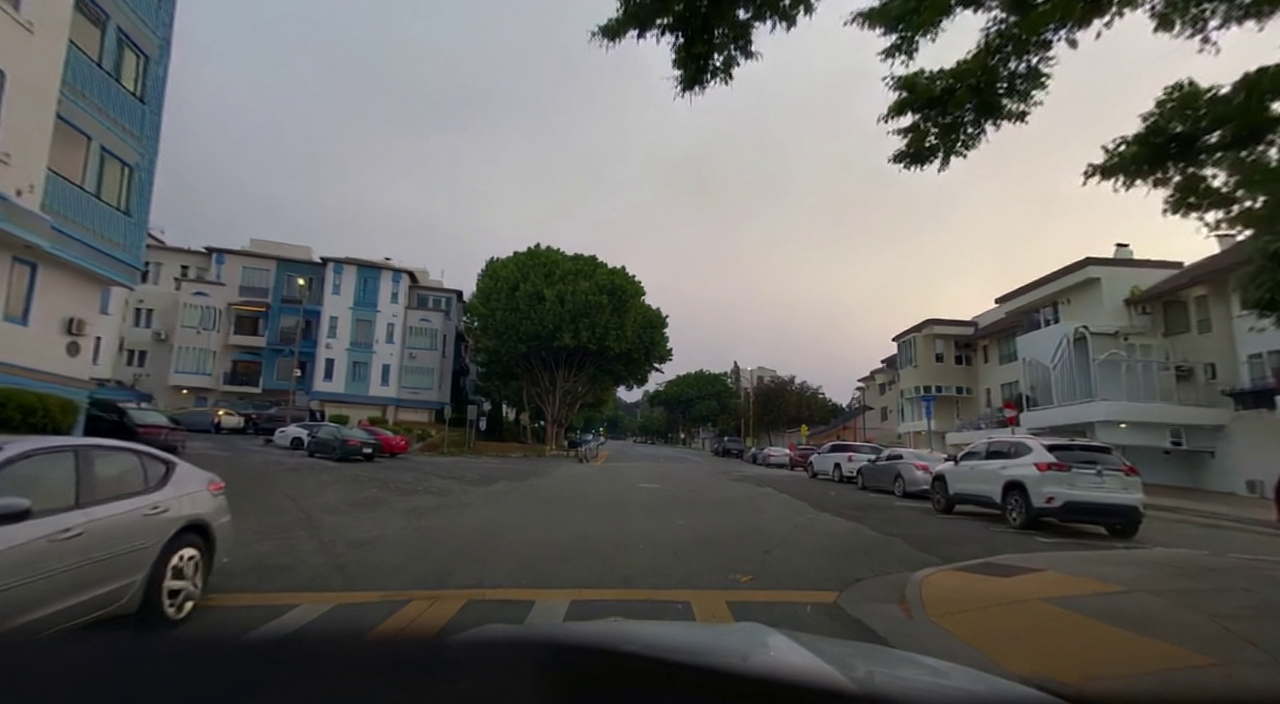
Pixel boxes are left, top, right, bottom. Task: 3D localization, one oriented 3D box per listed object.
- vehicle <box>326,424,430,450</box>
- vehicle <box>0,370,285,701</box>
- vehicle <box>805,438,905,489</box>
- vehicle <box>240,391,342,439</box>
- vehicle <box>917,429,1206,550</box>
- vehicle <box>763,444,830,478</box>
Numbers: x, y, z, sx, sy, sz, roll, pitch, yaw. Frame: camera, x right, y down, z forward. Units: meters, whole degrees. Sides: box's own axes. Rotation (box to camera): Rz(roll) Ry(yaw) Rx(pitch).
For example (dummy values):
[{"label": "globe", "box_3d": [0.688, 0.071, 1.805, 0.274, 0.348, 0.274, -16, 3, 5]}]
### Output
[{"label": "vehicle", "box_3d": [-13.595, 4.451, 33.043, 4.603, 1.335, 1.889, 1, -9, -8]}, {"label": "vehicle", "box_3d": [-4.545, 1.034, 3.772, 2.285, 1.712, 5.200, 1, -8, -6]}, {"label": "vehicle", "box_3d": [7.902, 4.119, 23.766, 1.917, 1.704, 4.840, 0, -8, -2]}, {"label": "vehicle", "box_3d": [-18.678, 3.374, 33.804, 4.598, 1.645, 2.019, 9, -5, 20]}, {"label": "vehicle", "box_3d": [7.500, 2.459, 12.150, 2.181, 1.792, 5.066, 0, -8, 2]}, {"label": "vehicle", "box_3d": [7.932, 5.555, 32.534, 2.122, 1.554, 4.777, 0, -8, -1]}]
